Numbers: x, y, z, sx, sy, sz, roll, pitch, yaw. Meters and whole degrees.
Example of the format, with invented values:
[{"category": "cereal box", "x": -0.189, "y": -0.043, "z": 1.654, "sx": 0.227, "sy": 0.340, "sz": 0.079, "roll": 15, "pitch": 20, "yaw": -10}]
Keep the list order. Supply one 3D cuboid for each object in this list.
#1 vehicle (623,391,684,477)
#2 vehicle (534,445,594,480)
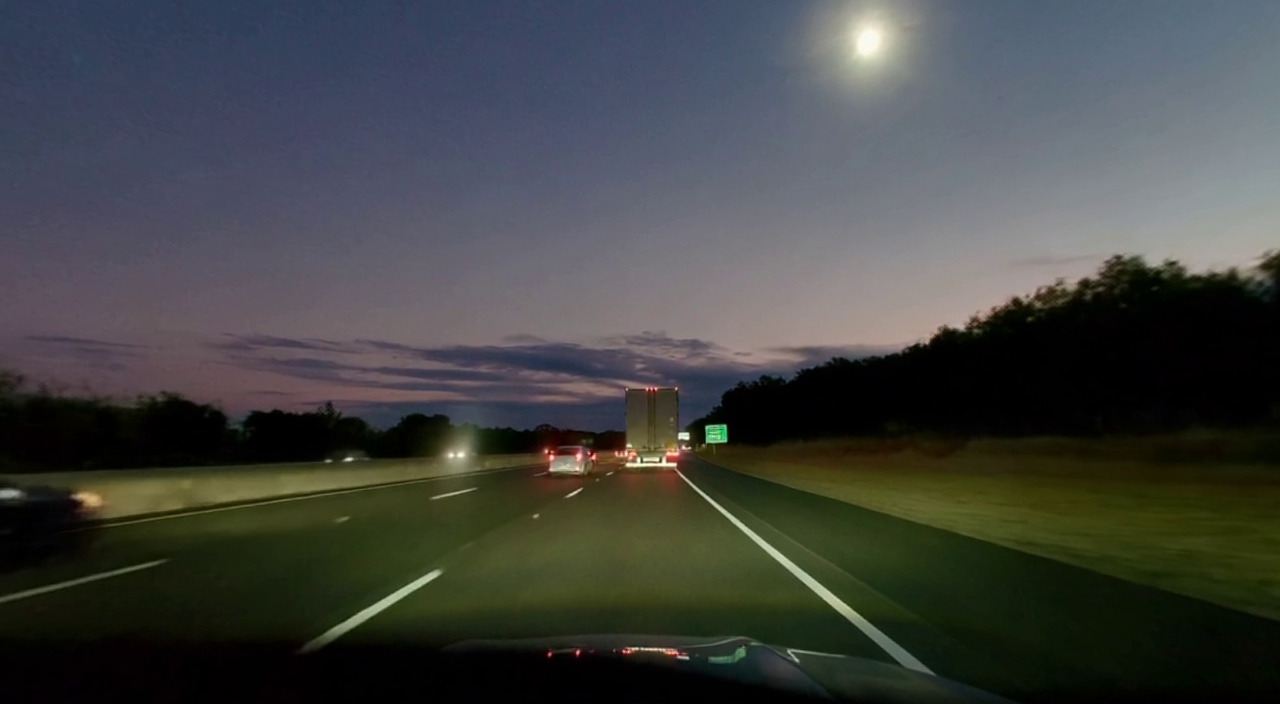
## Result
[{"category": "vehicle", "x": 0.712, "y": 5.002, "z": 37.968, "sx": 2.851, "sy": 4.098, "sz": 14.436, "roll": -2, "pitch": -8, "yaw": 0}, {"category": "vehicle", "x": -3.372, "y": 5.005, "z": 28.736, "sx": 2.092, "sy": 1.465, "sz": 4.448, "roll": 0, "pitch": -9, "yaw": 1}]
